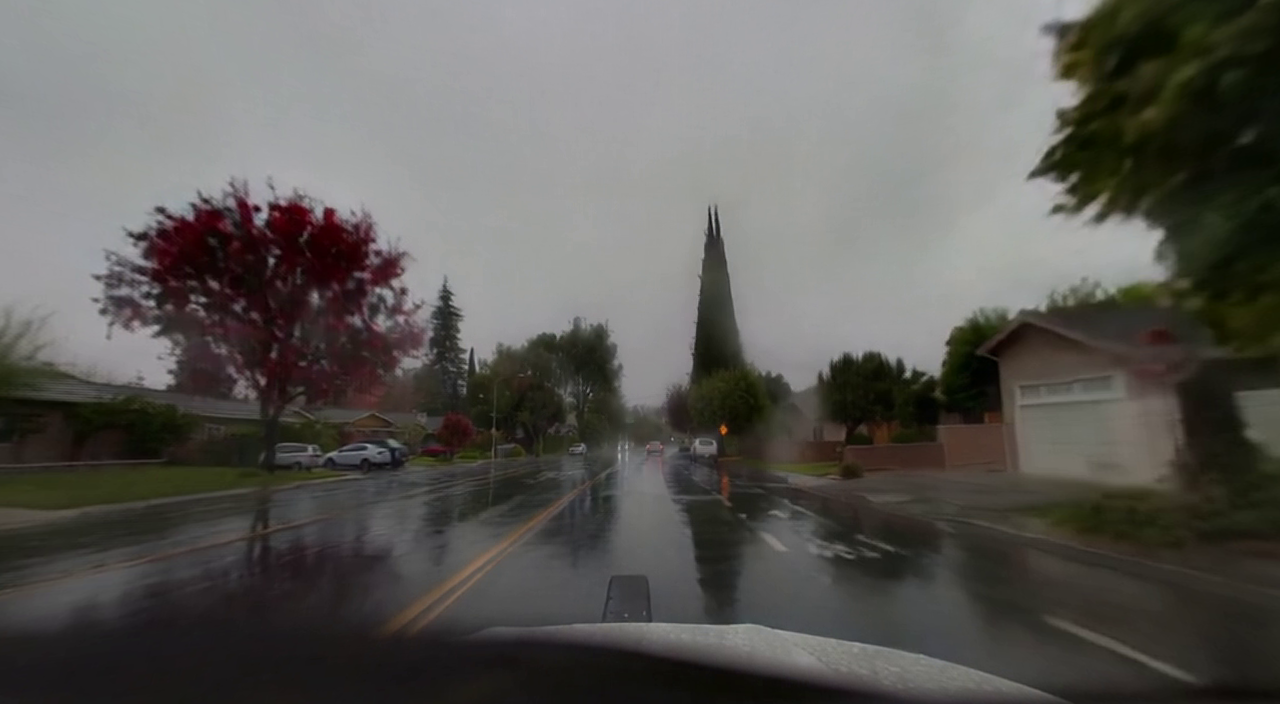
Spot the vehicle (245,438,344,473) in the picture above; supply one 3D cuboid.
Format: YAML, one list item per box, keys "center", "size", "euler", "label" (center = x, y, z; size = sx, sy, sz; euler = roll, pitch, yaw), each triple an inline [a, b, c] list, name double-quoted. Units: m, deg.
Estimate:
- center: [-18.730, 5.587, 34.196]
  size: [4.372, 1.745, 2.017]
  euler: [6, -10, -35]
  label: "vehicle"

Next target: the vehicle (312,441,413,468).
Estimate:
- center: [-17.918, 6.626, 40.870]
  size: [5.419, 1.649, 2.396]
  euler: [0, -9, 1]
  label: "vehicle"
